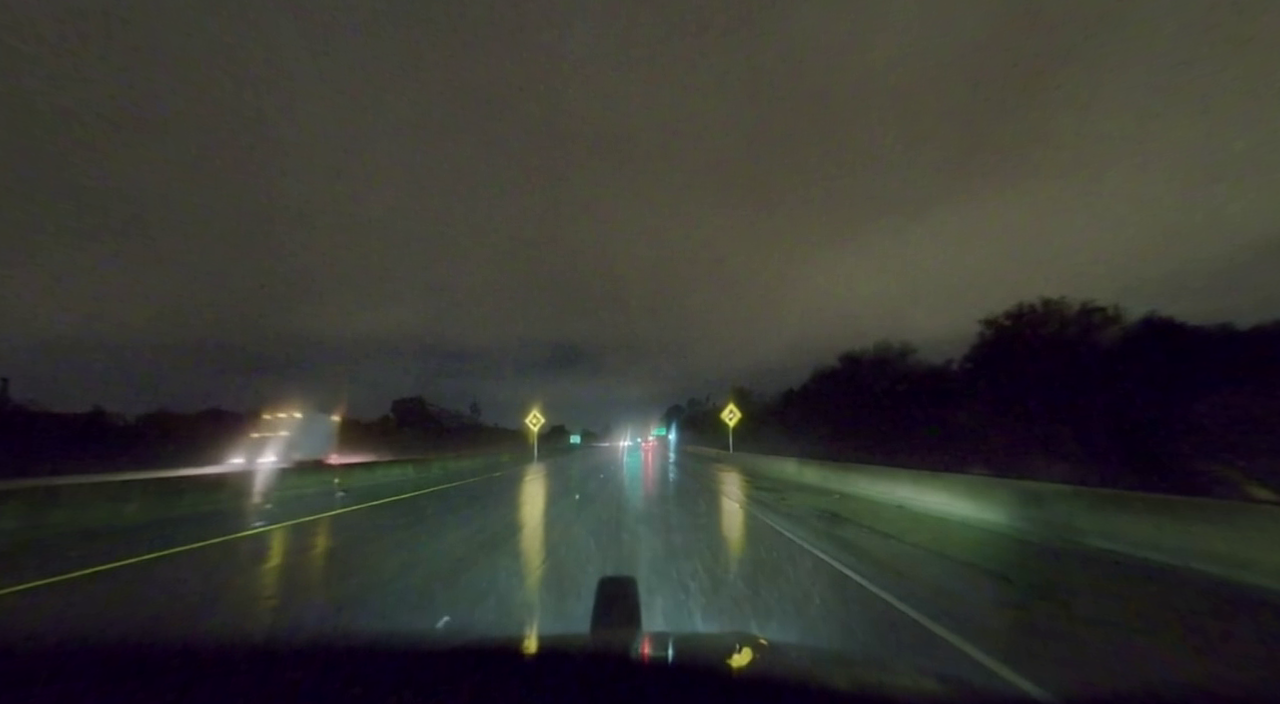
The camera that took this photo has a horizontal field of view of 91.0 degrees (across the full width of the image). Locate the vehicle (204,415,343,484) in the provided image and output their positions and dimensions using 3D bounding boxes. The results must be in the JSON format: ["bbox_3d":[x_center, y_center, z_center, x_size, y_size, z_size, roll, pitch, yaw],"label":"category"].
[{"bbox_3d":[-15.934,4.285,27.982,2.344,2.645,6.259,-1,-8,1],"label":"vehicle"}]
